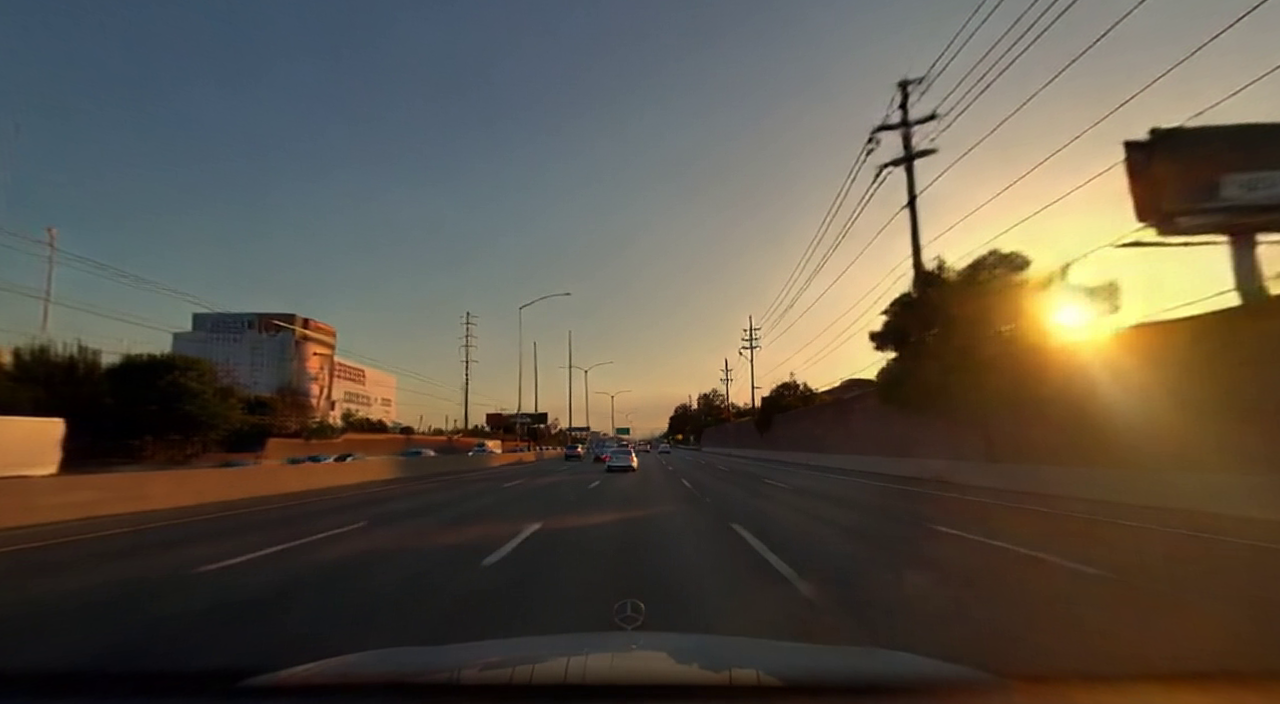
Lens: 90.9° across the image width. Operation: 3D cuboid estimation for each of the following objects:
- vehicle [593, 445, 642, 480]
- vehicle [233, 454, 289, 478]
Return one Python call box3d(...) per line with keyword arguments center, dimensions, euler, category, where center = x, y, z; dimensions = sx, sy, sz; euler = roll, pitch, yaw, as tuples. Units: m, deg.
box3d(center=(-0.922, 4.925, 28.411), dimensions=(1.891, 1.444, 3.968), euler=(0, -8, 2), category="vehicle")
box3d(center=(-23.549, 7.079, 39.291), dimensions=(1.465, 1.347, 3.309), euler=(0, -8, 0), category="vehicle")
